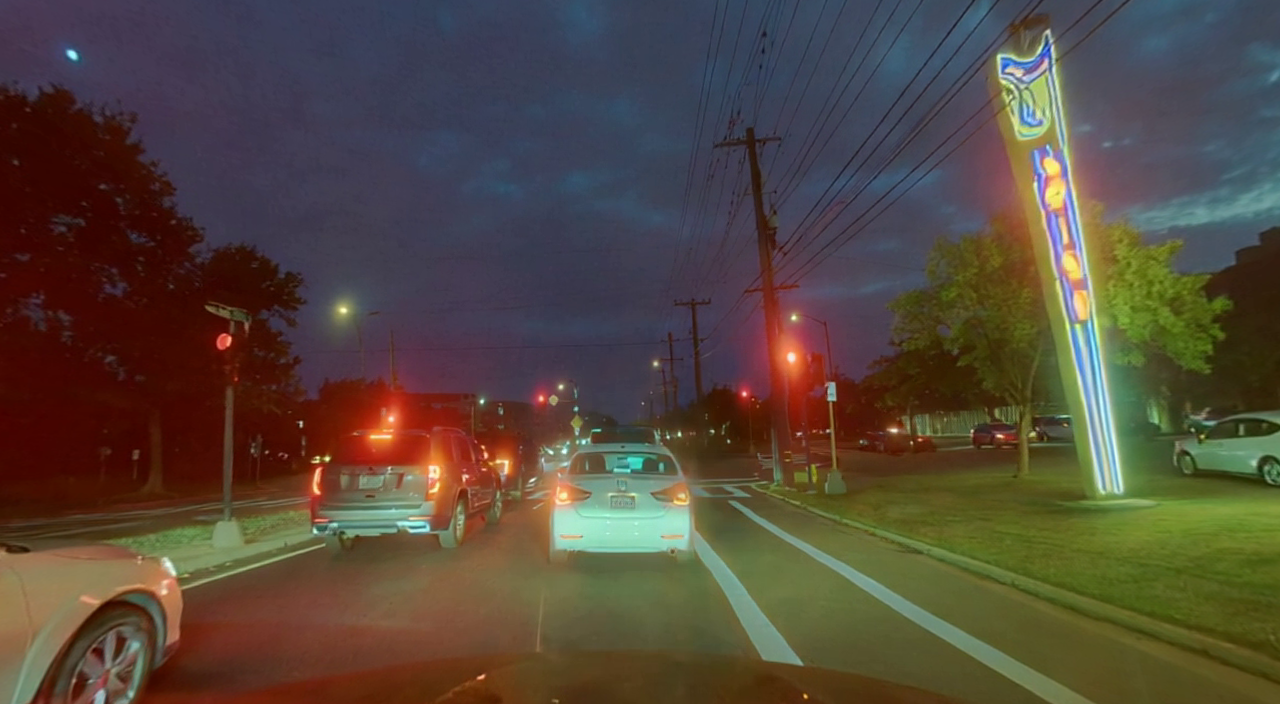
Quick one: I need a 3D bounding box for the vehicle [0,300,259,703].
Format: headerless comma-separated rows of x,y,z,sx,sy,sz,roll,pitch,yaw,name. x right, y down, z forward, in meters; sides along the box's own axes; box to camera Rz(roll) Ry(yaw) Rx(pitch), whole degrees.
-3.589,0.635,1.527,2.085,1.943,5.053,0,-8,1,vehicle

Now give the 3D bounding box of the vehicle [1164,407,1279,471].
17.006,2.547,18.278,1.858,1.622,4.491,-5,-10,28,vehicle

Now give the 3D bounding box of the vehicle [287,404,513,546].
-3.853,2.086,11.370,2.147,1.963,4.927,0,-8,-1,vehicle

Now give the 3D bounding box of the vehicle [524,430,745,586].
-0.100,1.801,8.139,2.121,1.474,3.968,0,-8,-1,vehicle

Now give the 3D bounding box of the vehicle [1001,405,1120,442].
26.840,4.634,40.511,5.782,2.286,2.223,-1,-9,4,vehicle
